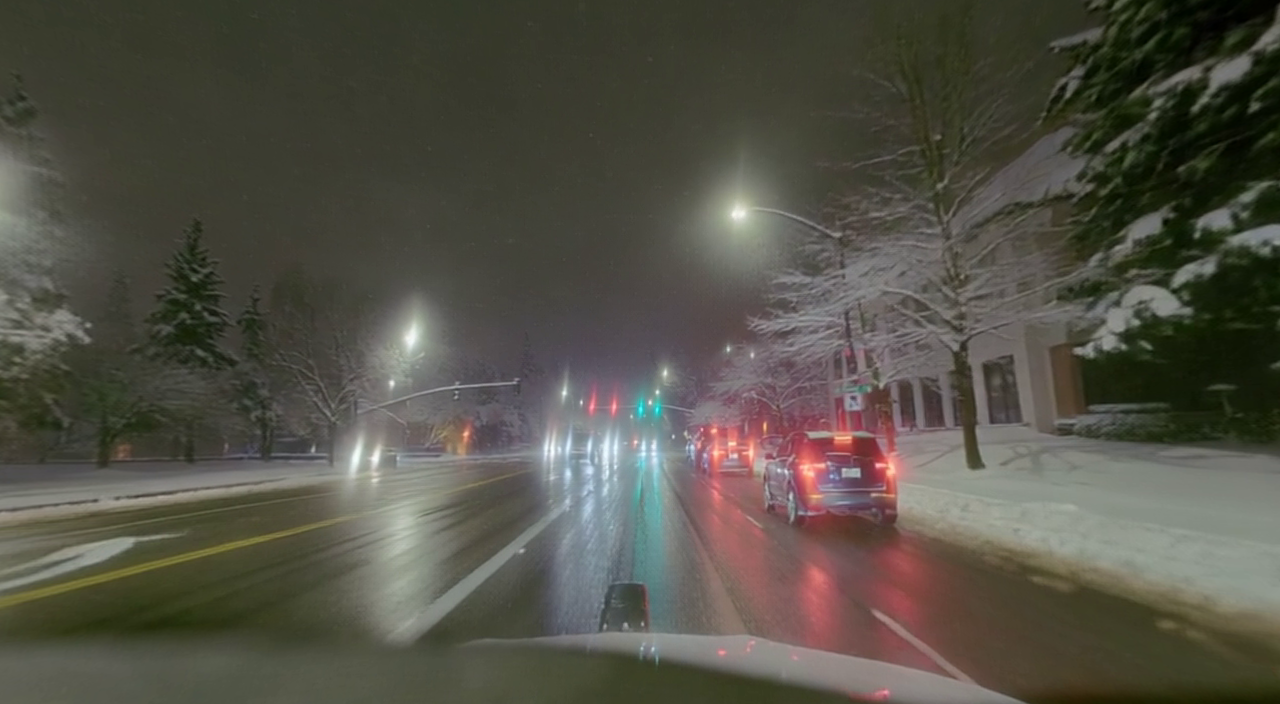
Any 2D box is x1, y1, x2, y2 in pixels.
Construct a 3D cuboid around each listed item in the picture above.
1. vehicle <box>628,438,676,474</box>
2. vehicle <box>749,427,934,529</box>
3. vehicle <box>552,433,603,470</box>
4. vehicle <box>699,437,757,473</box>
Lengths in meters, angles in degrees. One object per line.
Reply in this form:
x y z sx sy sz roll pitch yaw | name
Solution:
0.509 4.534 27.648 1.971 1.433 3.923 0 -8 1 | vehicle
3.363 2.190 11.558 1.948 1.474 4.360 0 -8 0 | vehicle
-3.050 4.980 31.667 2.023 1.720 4.452 0 -8 2 | vehicle
3.851 4.584 28.181 1.913 1.463 4.198 0 -8 -1 | vehicle
